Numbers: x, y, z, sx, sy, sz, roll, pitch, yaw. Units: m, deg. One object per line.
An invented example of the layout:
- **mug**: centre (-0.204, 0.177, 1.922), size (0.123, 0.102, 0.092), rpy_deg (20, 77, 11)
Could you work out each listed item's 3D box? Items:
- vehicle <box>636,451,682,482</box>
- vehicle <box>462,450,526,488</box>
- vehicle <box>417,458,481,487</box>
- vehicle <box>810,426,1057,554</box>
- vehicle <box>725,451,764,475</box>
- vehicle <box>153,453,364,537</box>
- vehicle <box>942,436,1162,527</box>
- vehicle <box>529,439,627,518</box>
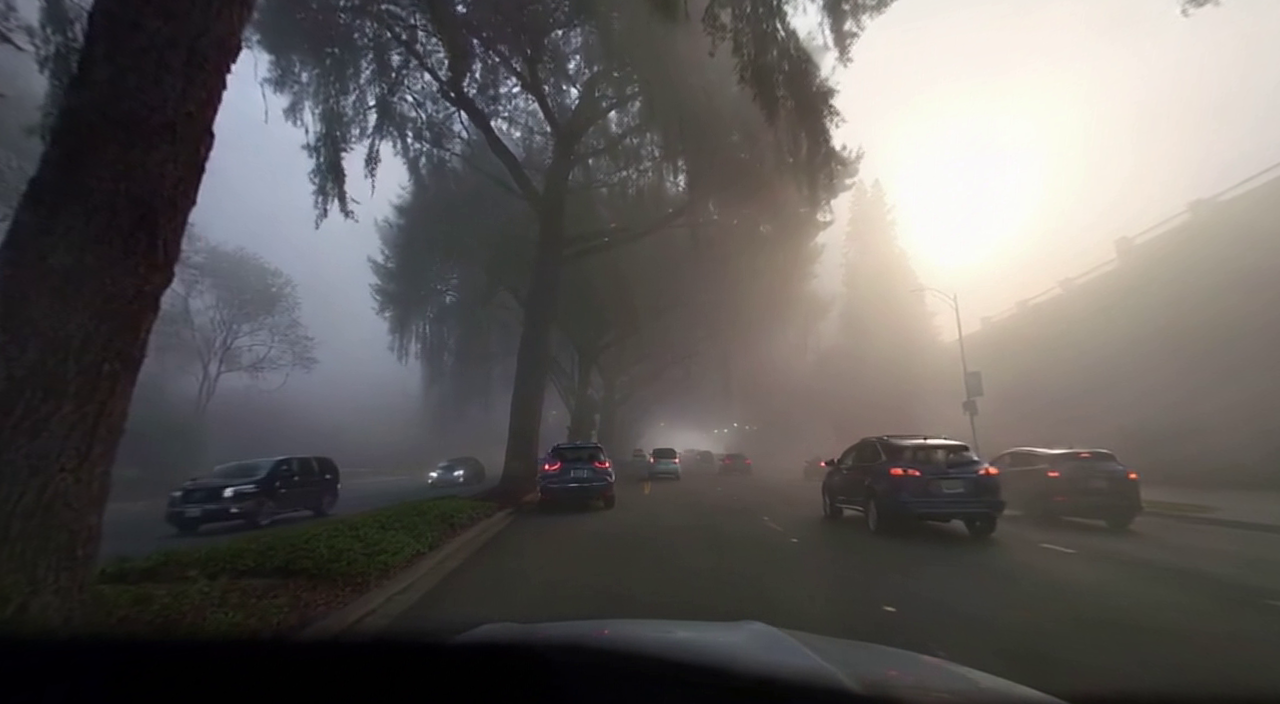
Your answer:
- **vehicle**: centre (0.969, 5.746, 31.927), size (2.161, 1.445, 3.772), rpy_deg (0, -8, 2)
- **vehicle**: centre (-7.372, 5.911, 32.352), size (2.026, 1.755, 4.430), rpy_deg (-1, -8, 3)
- **vehicle**: centre (-10.861, 6.865, 36.215), size (2.126, 1.434, 4.305), rpy_deg (-1, -8, 3)
- **vehicle**: centre (4.581, 2.208, 10.831), size (2.220, 1.715, 4.335), rpy_deg (0, -8, 2)
- **vehicle**: centre (6.906, 7.402, 42.274), size (2.175, 1.477, 4.520), rpy_deg (-1, -8, 5)
- **vehicle**: centre (-8.054, 3.004, 13.908), size (1.966, 1.489, 4.099), rpy_deg (0, -8, 2)
- **vehicle**: centre (8.865, 2.787, 14.206), size (2.168, 1.709, 4.289), rpy_deg (-1, -8, 3)
- **vehicle**: centre (-1.441, 3.001, 15.516), size (2.106, 1.655, 3.717), rpy_deg (0, -8, -3)
